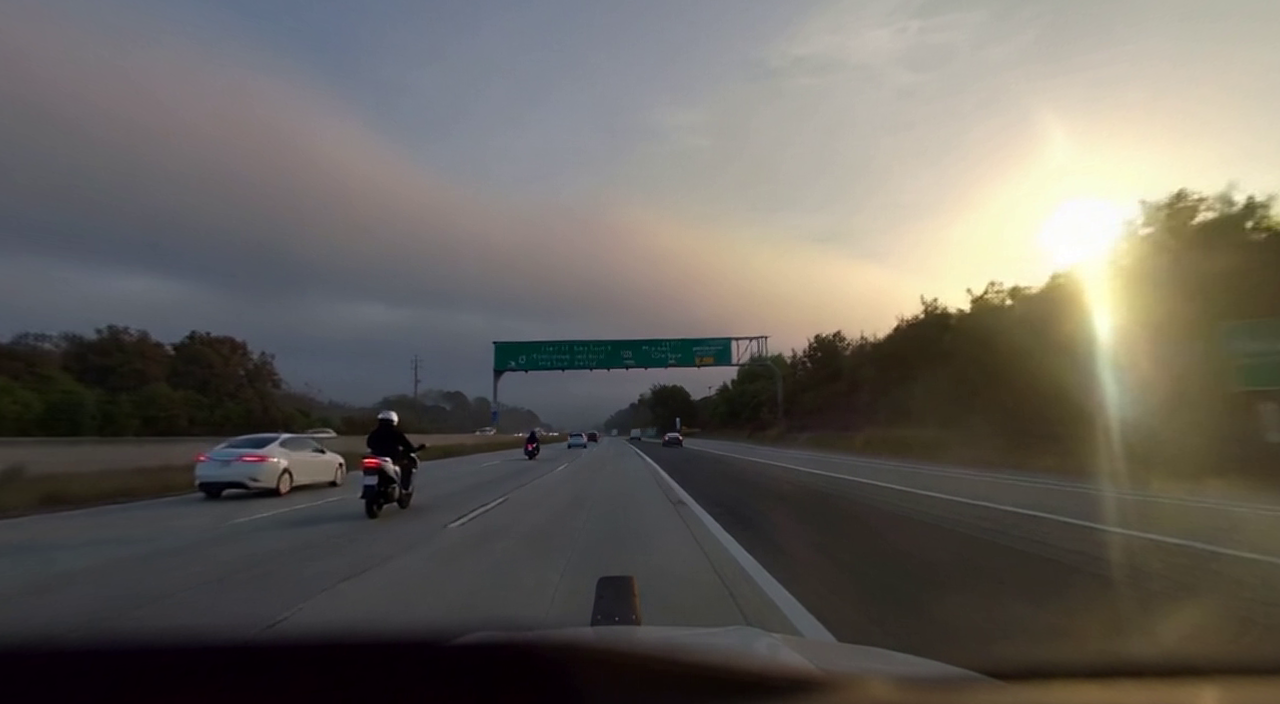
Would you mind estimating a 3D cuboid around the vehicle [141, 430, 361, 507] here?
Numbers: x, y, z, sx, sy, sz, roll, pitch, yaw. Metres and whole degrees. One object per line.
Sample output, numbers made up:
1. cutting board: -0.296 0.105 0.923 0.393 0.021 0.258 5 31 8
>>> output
1. vehicle: -8.308 2.486 14.141 2.053 1.409 4.704 0 -8 -2
